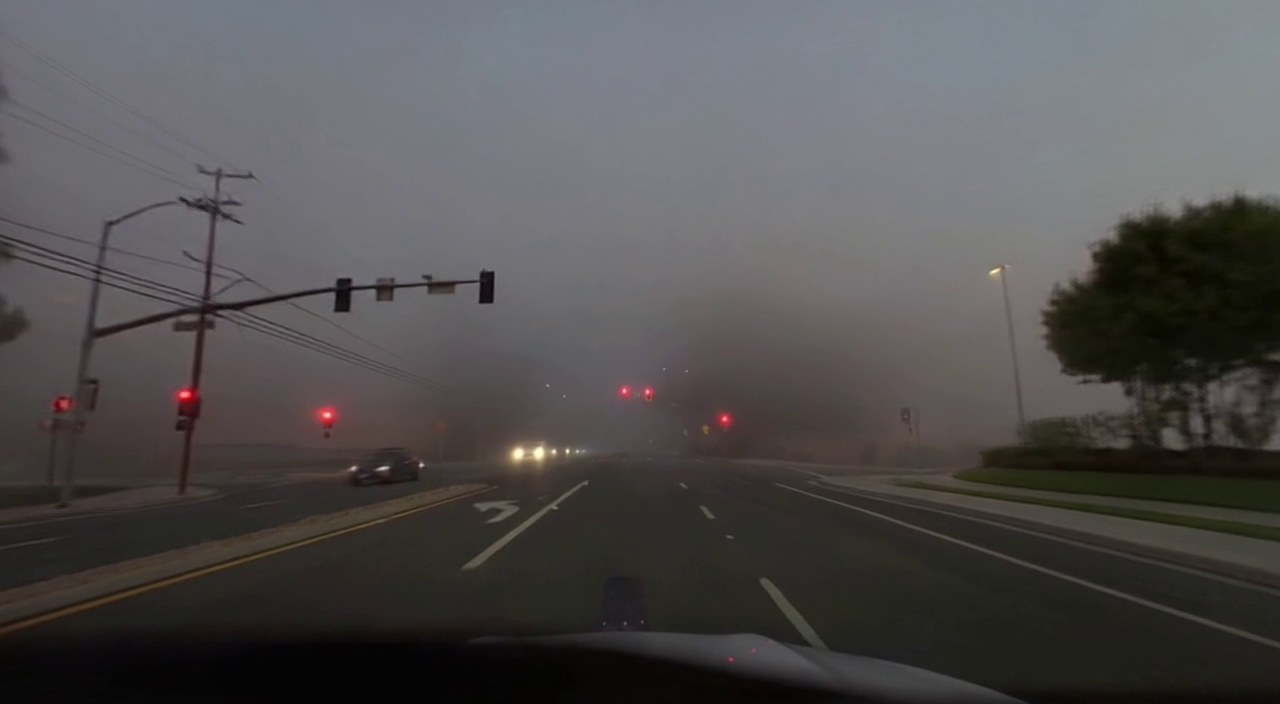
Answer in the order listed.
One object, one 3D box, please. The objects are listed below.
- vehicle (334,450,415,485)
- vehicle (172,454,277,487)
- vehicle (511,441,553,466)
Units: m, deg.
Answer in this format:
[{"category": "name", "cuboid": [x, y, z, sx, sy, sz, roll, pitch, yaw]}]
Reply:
[{"category": "vehicle", "cuboid": [-12.058, 5.247, 28.951, 1.825, 1.435, 4.211, 0, -8, 1]}, {"category": "vehicle", "cuboid": [-20.440, 5.777, 30.945, 5.038, 1.435, 2.074, -5, -9, 29]}, {"category": "vehicle", "cuboid": [-8.452, 8.001, 49.919, 2.206, 1.836, 5.559, 0, -8, 2]}]
